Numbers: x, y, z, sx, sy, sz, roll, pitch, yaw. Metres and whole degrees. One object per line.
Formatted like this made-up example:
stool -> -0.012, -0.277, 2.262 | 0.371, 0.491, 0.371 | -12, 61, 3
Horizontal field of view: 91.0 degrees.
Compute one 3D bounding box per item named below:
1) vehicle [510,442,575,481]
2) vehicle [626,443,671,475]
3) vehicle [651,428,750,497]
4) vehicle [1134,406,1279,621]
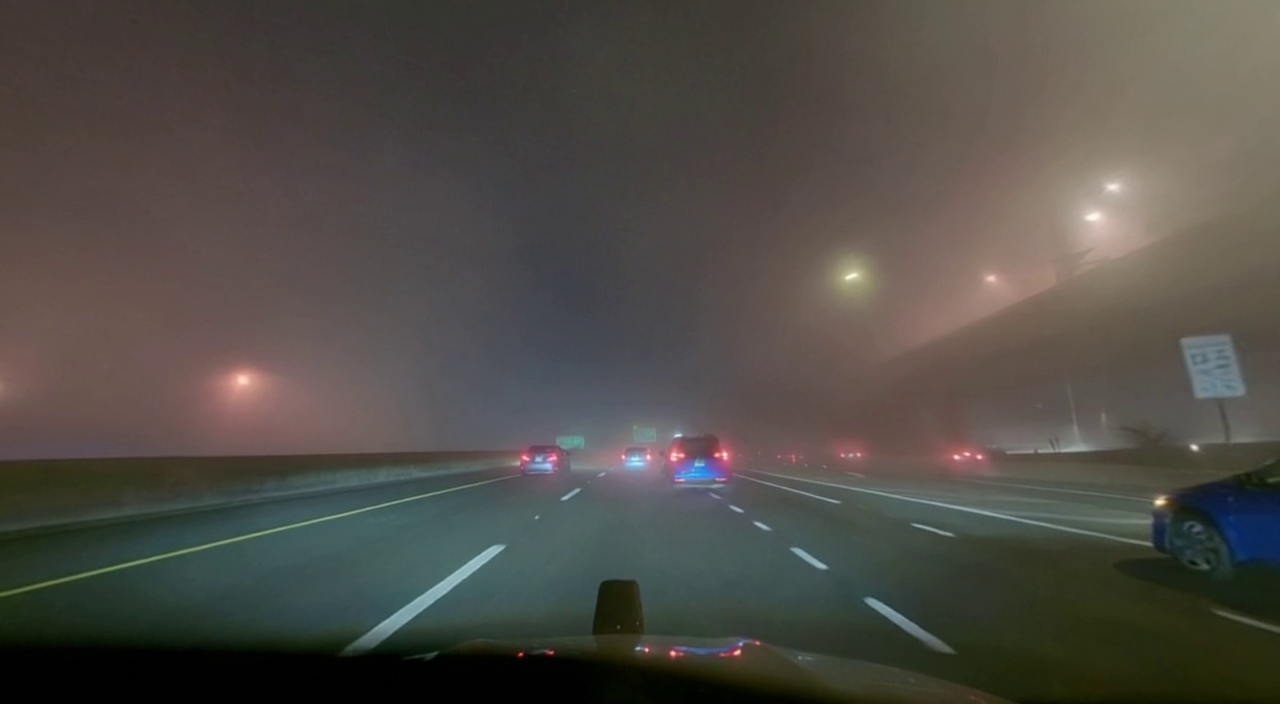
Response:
vehicle -> -4.024, 4.593, 26.684 | 2.031, 1.491, 4.145 | 0, -9, 1
vehicle -> 0.385, 5.278, 31.300 | 2.089, 1.493, 3.964 | 0, -9, 0
vehicle -> 1.587, 3.131, 18.163 | 2.202, 1.748, 4.158 | 1, -9, -4
vehicle -> 6.030, 1.136, 4.065 | 2.055, 1.656, 4.370 | 0, -9, -1
